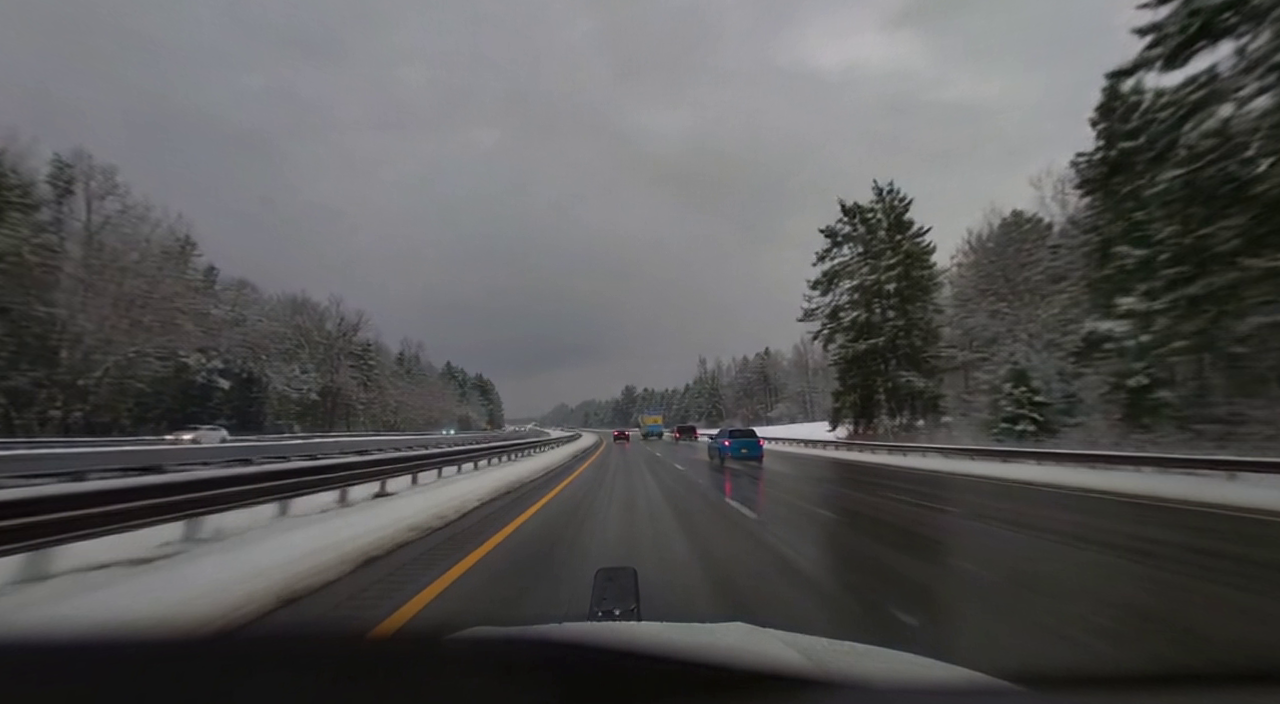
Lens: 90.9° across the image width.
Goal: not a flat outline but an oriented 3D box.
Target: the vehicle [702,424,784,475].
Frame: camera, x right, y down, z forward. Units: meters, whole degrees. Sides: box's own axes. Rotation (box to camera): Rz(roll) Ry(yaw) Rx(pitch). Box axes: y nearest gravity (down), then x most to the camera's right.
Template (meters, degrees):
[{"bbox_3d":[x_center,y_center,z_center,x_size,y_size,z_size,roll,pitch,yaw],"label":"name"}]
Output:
[{"bbox_3d":[3.428,3.314,21.707,2.002,1.569,3.845,0,-8,-2],"label":"vehicle"}]
